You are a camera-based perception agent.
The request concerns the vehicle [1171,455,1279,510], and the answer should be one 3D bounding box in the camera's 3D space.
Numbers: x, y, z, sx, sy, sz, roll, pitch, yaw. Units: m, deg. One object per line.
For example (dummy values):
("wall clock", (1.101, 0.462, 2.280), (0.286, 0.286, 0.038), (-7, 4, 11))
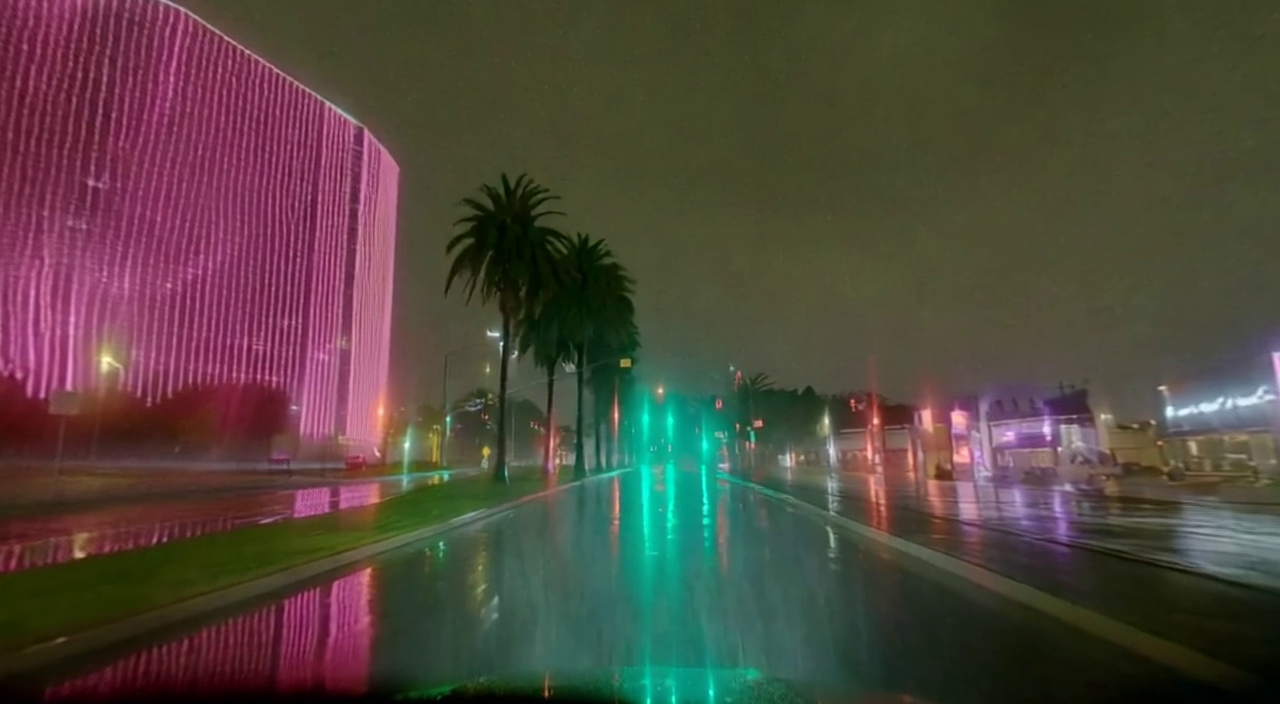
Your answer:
("vehicle", (29.719, 6.344, 30.402), (2.599, 2.380, 6.013), (-2, -14, -1))
